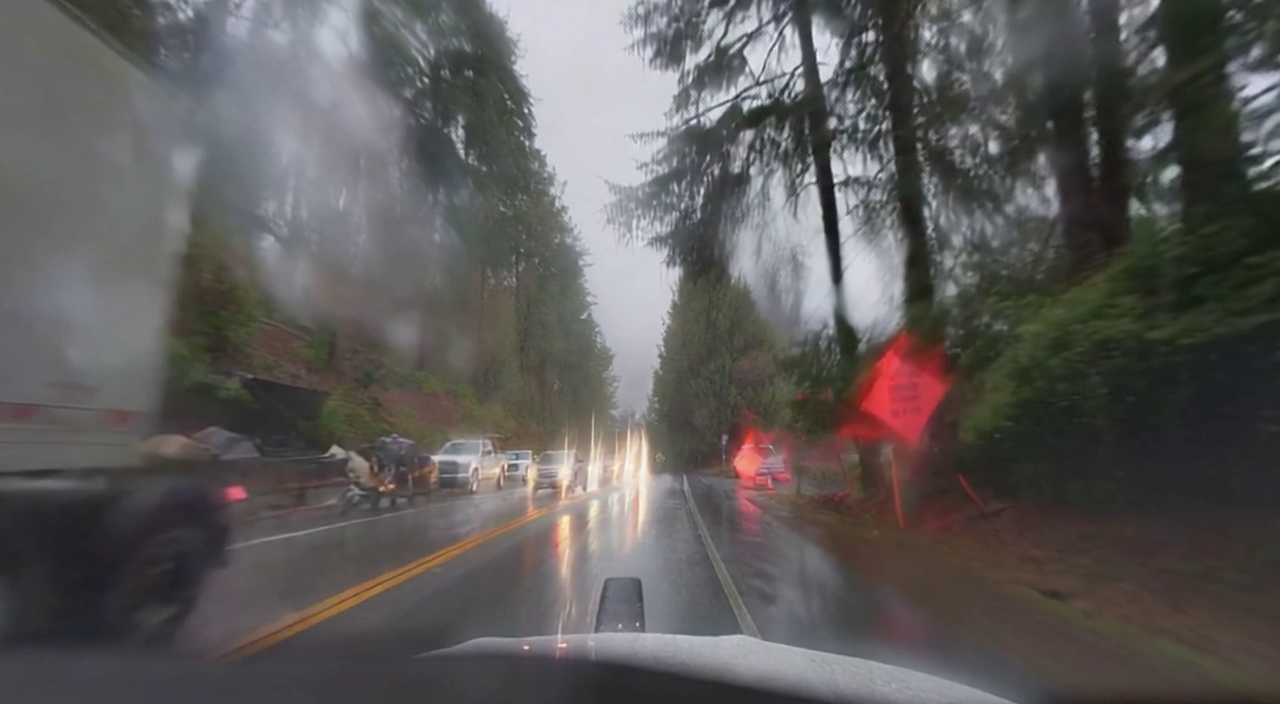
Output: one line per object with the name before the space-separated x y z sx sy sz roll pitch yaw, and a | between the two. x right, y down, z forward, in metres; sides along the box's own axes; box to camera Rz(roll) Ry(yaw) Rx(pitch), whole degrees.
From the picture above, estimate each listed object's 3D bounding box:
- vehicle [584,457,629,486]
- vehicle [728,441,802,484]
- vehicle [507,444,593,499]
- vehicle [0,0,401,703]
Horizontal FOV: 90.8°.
vehicle | -1.865 6.871 36.536 1.981 1.410 4.162 -3 -9 4
vehicle | 6.647 5.964 34.468 2.845 2.053 6.457 0 -9 1
vehicle | -3.212 4.391 23.652 2.177 1.803 4.690 0 -9 4
vehicle | -3.973 0.081 2.080 3.238 2.920 8.366 -2 -9 -1
